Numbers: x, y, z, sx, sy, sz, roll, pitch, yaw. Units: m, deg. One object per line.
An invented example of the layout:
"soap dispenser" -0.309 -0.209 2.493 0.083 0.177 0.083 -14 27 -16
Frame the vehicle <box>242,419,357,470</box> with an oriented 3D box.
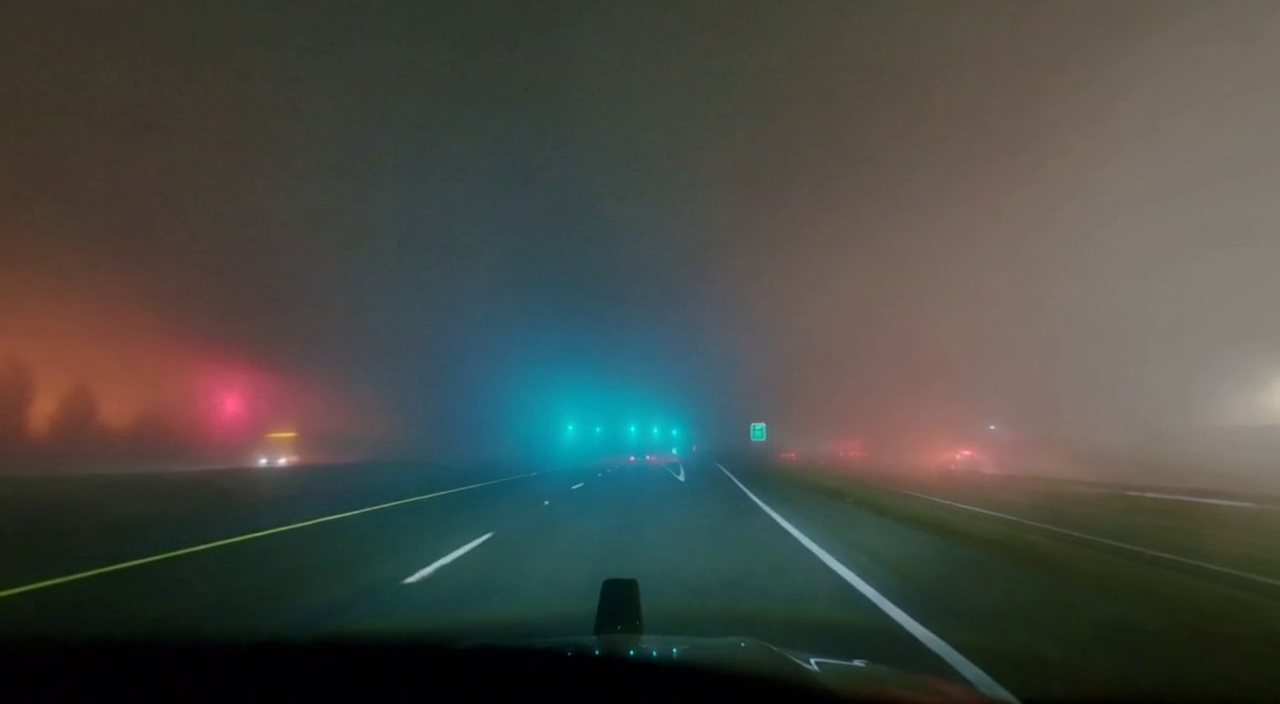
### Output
"vehicle" -25.012 6.929 47.030 2.961 3.330 9.690 0 -9 1
